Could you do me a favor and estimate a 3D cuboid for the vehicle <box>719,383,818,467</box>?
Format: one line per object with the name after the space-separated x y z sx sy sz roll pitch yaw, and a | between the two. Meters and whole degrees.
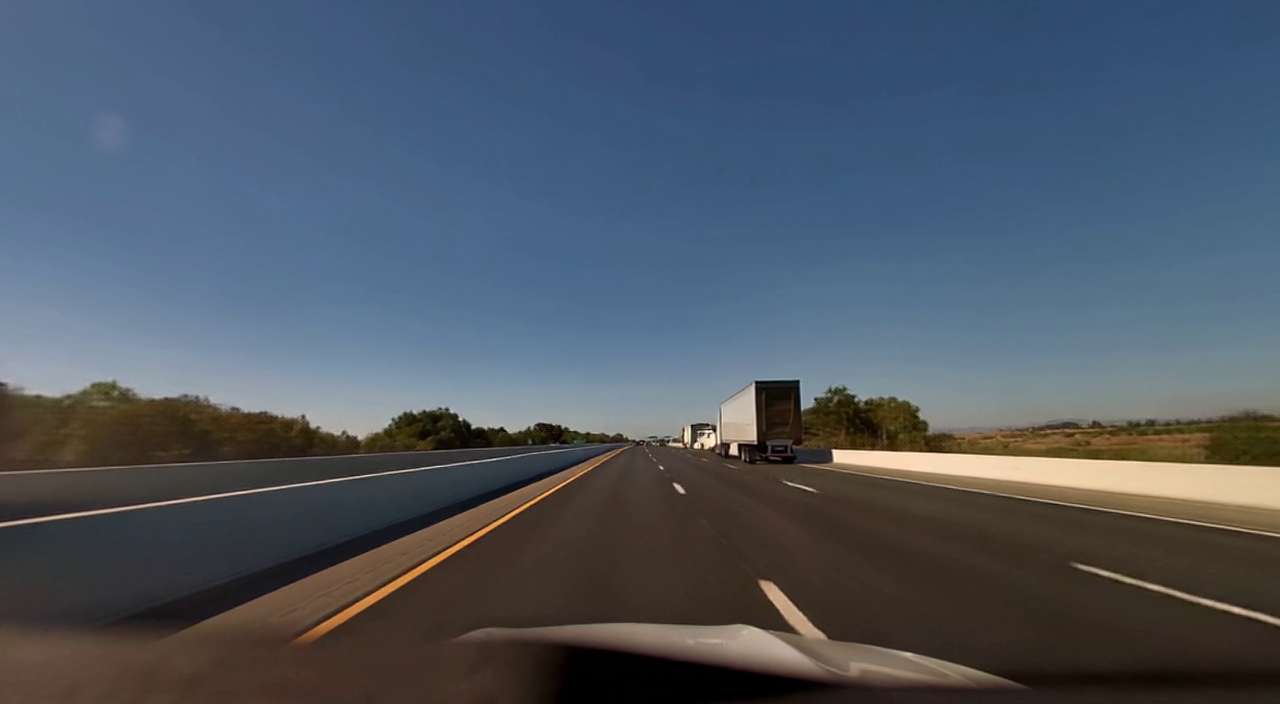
7.168 4.540 37.806 2.885 4.075 13.981 0 -8 0 | vehicle
